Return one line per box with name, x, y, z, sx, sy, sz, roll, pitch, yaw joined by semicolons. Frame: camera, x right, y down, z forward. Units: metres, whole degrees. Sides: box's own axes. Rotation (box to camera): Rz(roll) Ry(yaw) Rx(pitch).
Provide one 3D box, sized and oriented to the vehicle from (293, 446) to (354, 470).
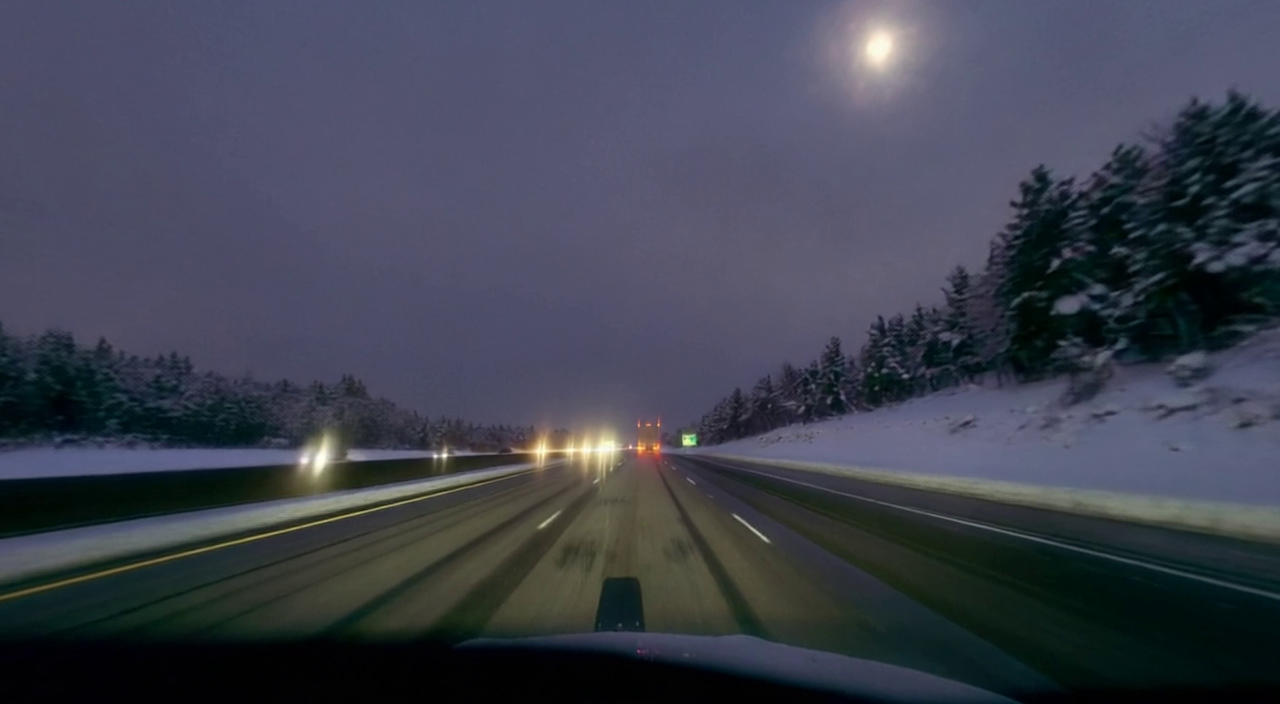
vehicle;-24.850;8.297;49.598;2.126;1.801;4.922;0;-9;1
